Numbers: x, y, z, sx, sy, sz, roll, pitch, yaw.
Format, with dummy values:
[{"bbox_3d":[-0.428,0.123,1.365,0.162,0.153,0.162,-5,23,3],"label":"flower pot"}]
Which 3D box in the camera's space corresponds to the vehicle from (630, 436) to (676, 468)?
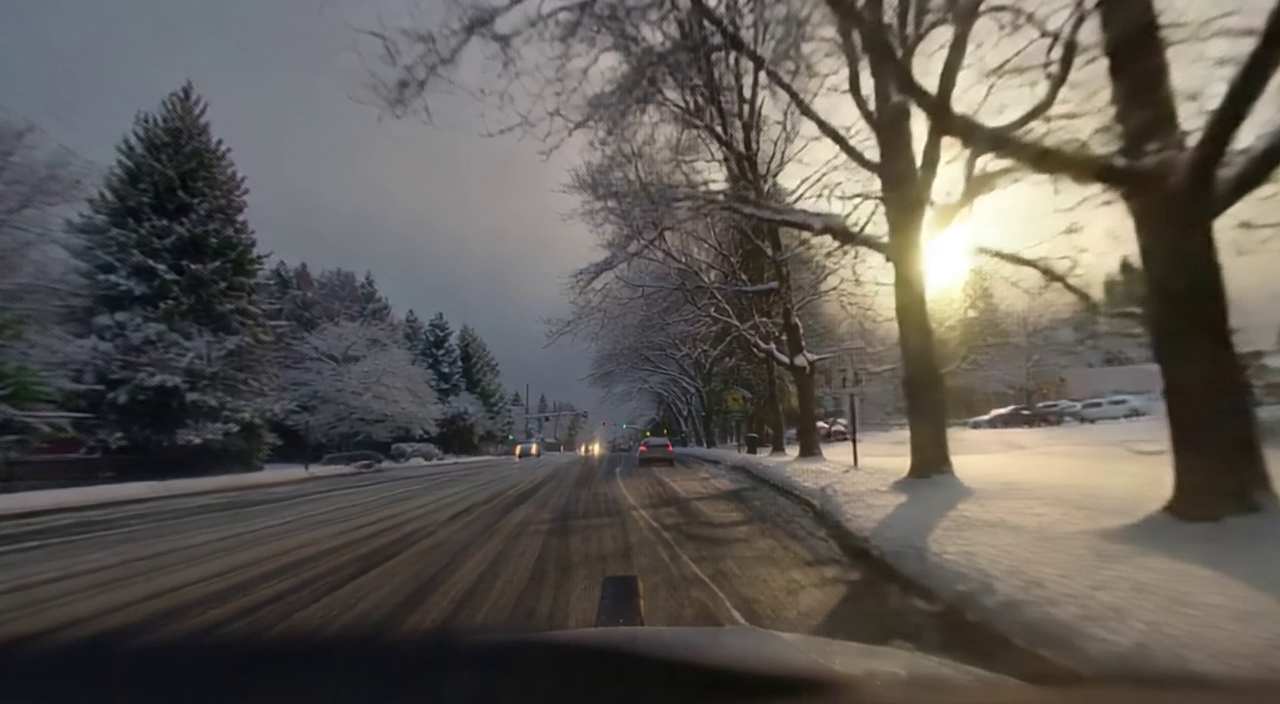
[{"bbox_3d":[0.646,4.866,31.132,2.111,1.466,4.223,0,-7,1],"label":"vehicle"}]
